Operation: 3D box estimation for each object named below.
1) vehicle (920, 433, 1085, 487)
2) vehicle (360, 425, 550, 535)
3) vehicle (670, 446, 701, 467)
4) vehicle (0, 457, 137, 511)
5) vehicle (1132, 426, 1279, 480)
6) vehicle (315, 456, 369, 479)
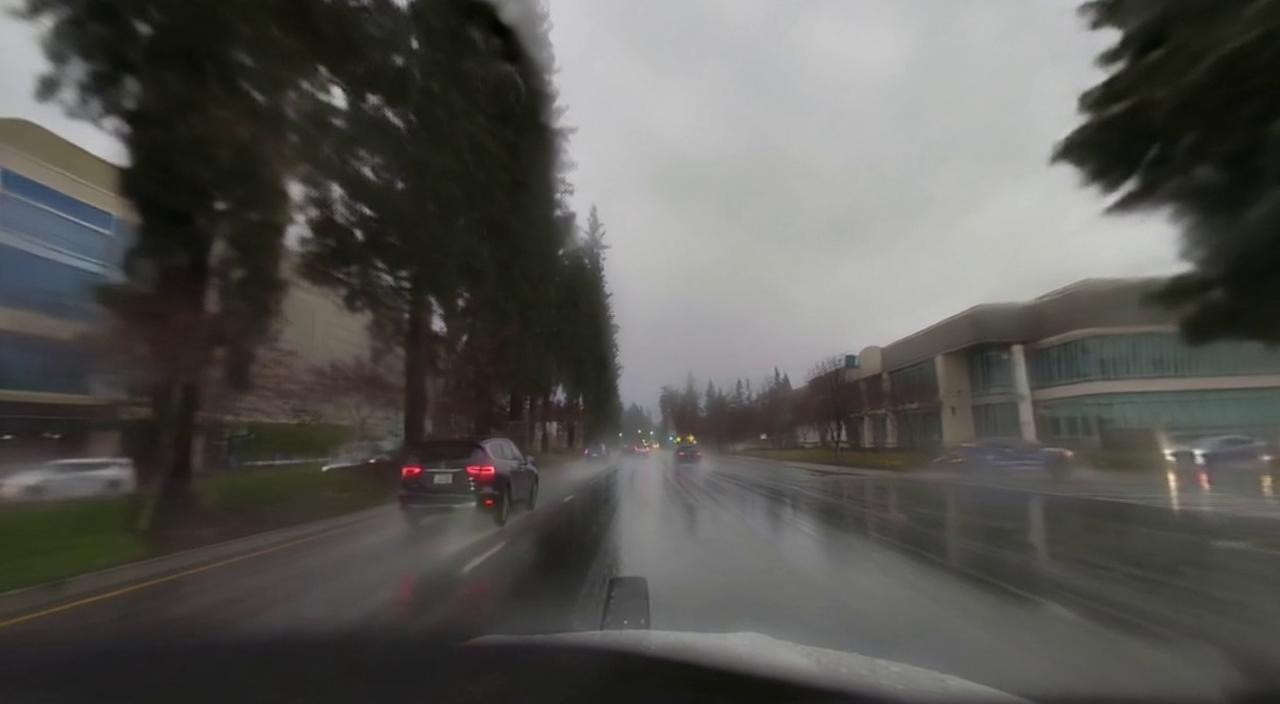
[{"bbox_3d":[12.685,3.835,22.388,4.515,1.599,1.968,-5,-10,10],"label":"vehicle"},{"bbox_3d":[-3.140,2.288,11.894,2.121,1.656,4.559,0,-9,1],"label":"vehicle"},{"bbox_3d":[3.402,7.927,48.087,2.087,1.506,4.276,0,-9,0],"label":"vehicle"},{"bbox_3d":[-21.337,4.759,23.195,1.841,1.722,4.490,0,-9,0],"label":"vehicle"},{"bbox_3d":[20.645,3.543,22.235,4.691,1.626,1.989,-3,-9,3],"label":"vehicle"},{"bbox_3d":[-21.473,8.361,45.657,1.729,1.499,4.579,0,-9,-1],"label":"vehicle"}]
